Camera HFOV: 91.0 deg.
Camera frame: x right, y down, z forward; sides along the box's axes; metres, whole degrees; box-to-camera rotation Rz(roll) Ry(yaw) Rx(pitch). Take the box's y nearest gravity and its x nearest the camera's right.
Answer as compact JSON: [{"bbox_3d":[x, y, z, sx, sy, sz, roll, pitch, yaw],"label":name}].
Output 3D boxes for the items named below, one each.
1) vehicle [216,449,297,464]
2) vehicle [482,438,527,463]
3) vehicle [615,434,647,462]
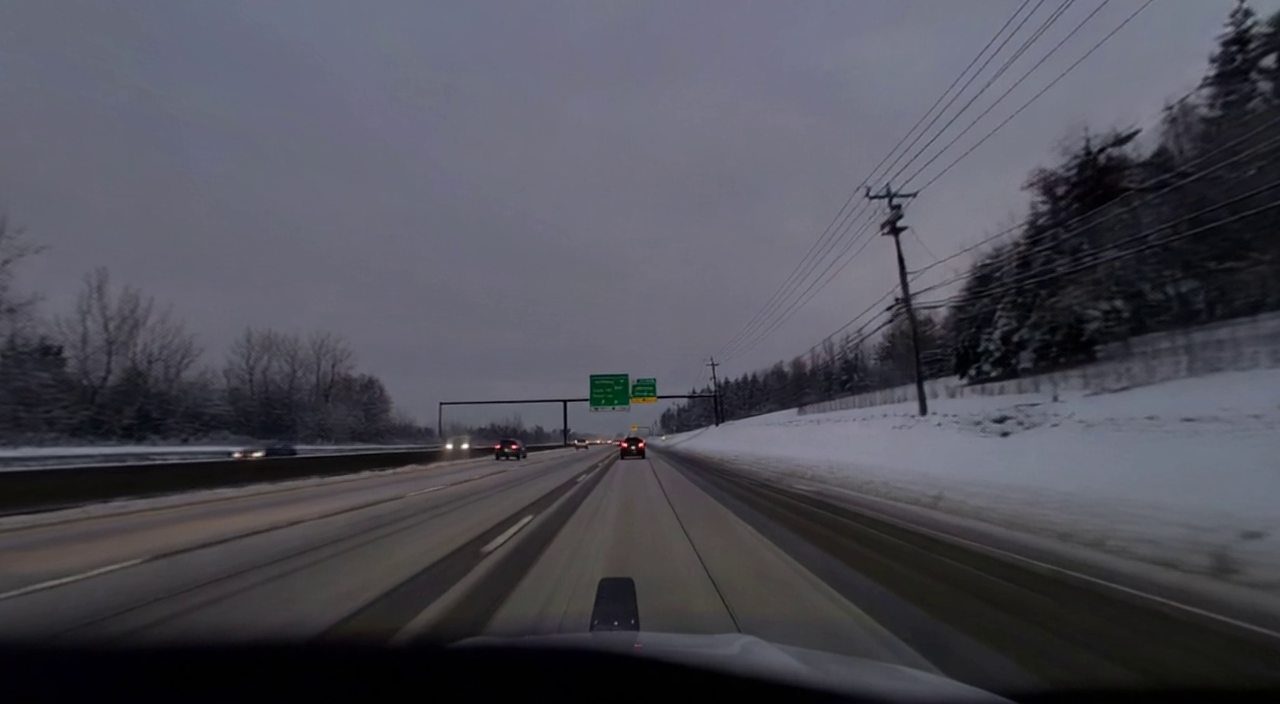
[{"bbox_3d":[-23.084,6.315,38.083,2.163,0.794,4.642,0,-8,-2],"label":"vehicle"},{"bbox_3d":[-8.745,6.379,40.886,2.047,1.486,4.306,0,-8,-1],"label":"vehicle"},{"bbox_3d":[-0.599,6.284,41.308,2.040,1.715,3.906,0,-8,-1],"label":"vehicle"}]
